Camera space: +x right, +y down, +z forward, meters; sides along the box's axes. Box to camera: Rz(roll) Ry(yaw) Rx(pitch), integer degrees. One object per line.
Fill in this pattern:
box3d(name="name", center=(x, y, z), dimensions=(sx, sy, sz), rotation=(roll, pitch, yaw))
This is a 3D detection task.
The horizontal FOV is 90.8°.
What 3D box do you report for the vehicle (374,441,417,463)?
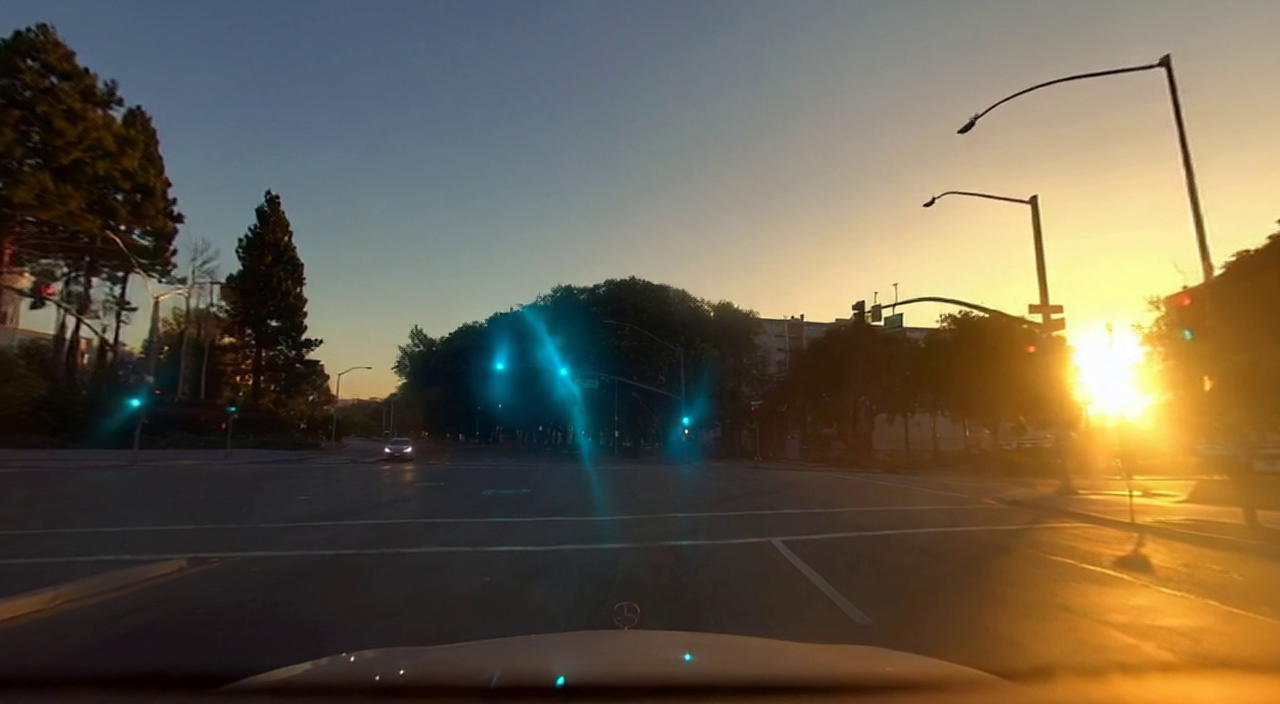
box3d(name="vehicle", center=(-17.258, 7.072, 44.829), dimensions=(1.969, 1.464, 4.485), rotation=(1, -9, -10))
